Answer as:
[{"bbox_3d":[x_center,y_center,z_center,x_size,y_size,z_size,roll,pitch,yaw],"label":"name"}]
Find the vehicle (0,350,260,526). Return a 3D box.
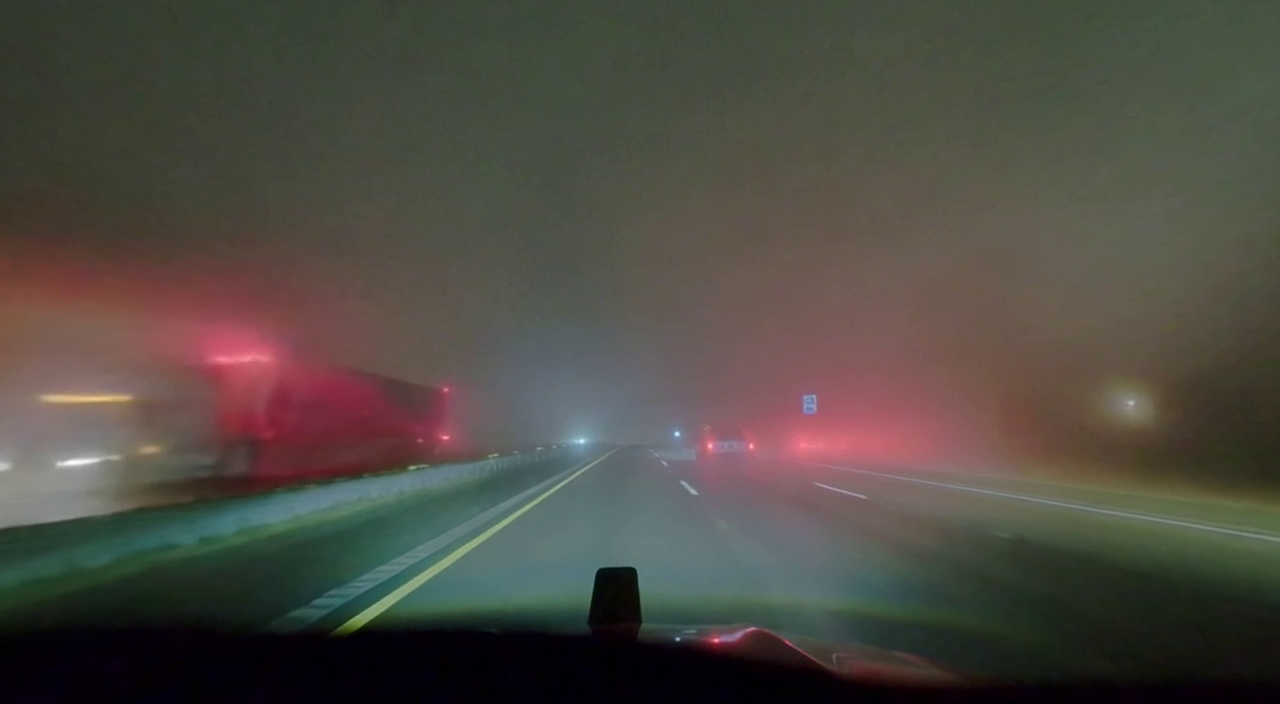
[{"bbox_3d":[-12.097,1.909,14.092,2.724,2.955,6.969,0,-8,0],"label":"vehicle"}]

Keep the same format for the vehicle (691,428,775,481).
[{"bbox_3d":[2.967,3.375,21.125,2.084,1.583,4.420,0,-8,-1],"label":"vehicle"}]
